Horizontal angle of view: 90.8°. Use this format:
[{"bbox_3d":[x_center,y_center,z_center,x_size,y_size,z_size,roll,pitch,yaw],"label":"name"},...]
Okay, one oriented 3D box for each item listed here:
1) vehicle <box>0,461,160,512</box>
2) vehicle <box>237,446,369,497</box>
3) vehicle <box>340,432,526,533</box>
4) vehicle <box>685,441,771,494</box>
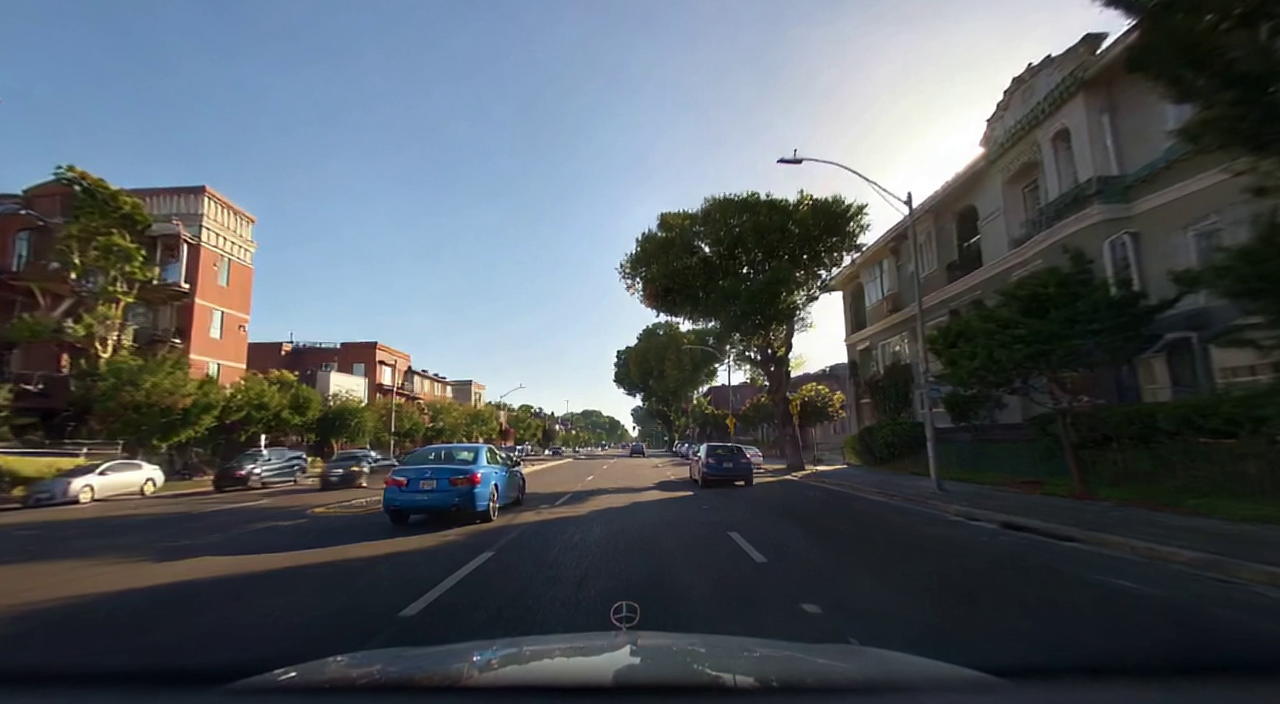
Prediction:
[{"bbox_3d":[-17.917,4.231,20.251,1.884,1.362,4.151,-2,-9,-1],"label":"vehicle"},{"bbox_3d":[-11.329,4.005,21.681,1.996,1.535,4.474,0,-9,1],"label":"vehicle"},{"bbox_3d":[-3.537,2.301,11.736,2.062,1.527,4.044,0,-9,0],"label":"vehicle"},{"bbox_3d":[2.641,3.613,20.160,1.978,1.471,4.426,0,-9,-2],"label":"vehicle"}]
